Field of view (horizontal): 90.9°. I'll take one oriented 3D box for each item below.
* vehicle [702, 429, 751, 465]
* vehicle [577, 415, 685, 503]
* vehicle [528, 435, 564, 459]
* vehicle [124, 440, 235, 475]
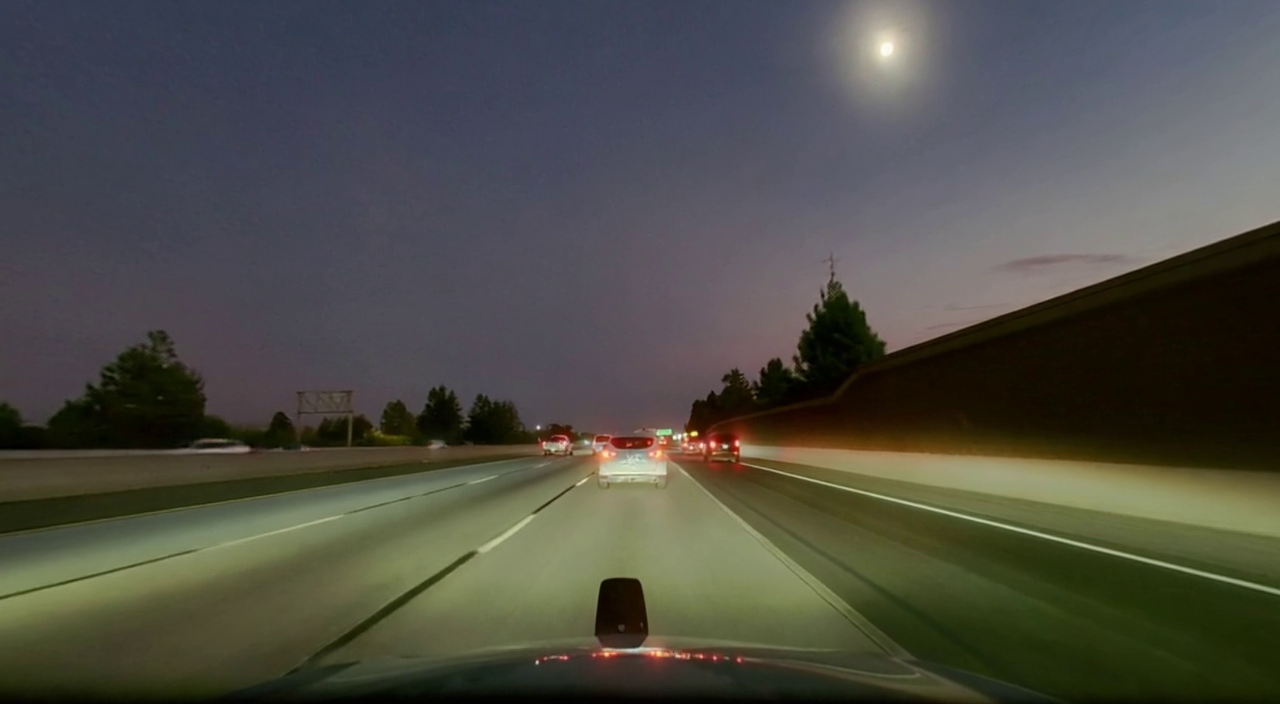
[{"bbox_3d":[4.692,5.234,34.846,2.017,1.847,4.299,0,-8,-1],"label":"vehicle"},{"bbox_3d":[-0.177,2.539,15.237,2.233,1.804,4.273,0,-8,0],"label":"vehicle"},{"bbox_3d":[-7.013,7.166,47.559,2.024,1.706,4.249,0,-8,1],"label":"vehicle"},{"bbox_3d":[-21.385,4.902,29.561,1.870,1.500,4.364,0,-8,1],"label":"vehicle"}]
